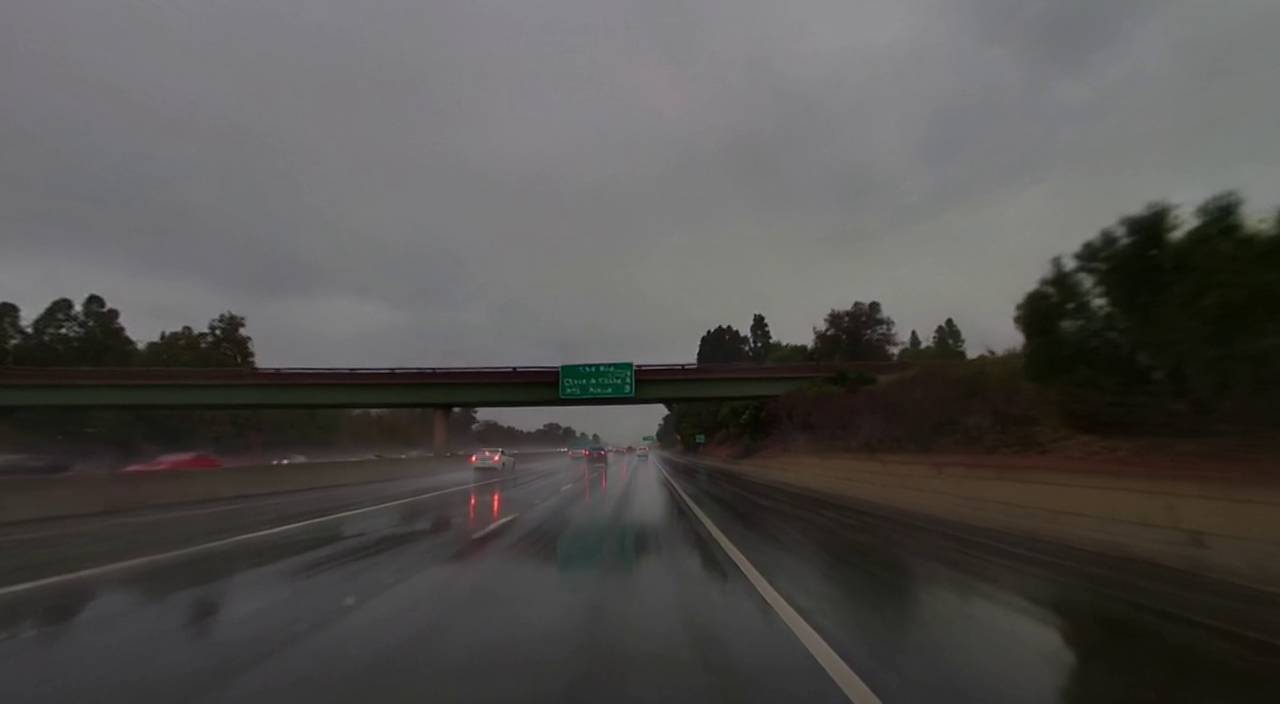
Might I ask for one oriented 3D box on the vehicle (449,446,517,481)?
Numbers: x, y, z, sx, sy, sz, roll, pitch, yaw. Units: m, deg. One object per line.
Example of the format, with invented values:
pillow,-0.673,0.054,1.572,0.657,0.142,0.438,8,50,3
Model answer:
vehicle,-7.401,5.309,30.216,2.002,1.507,4.631,0,-9,1
